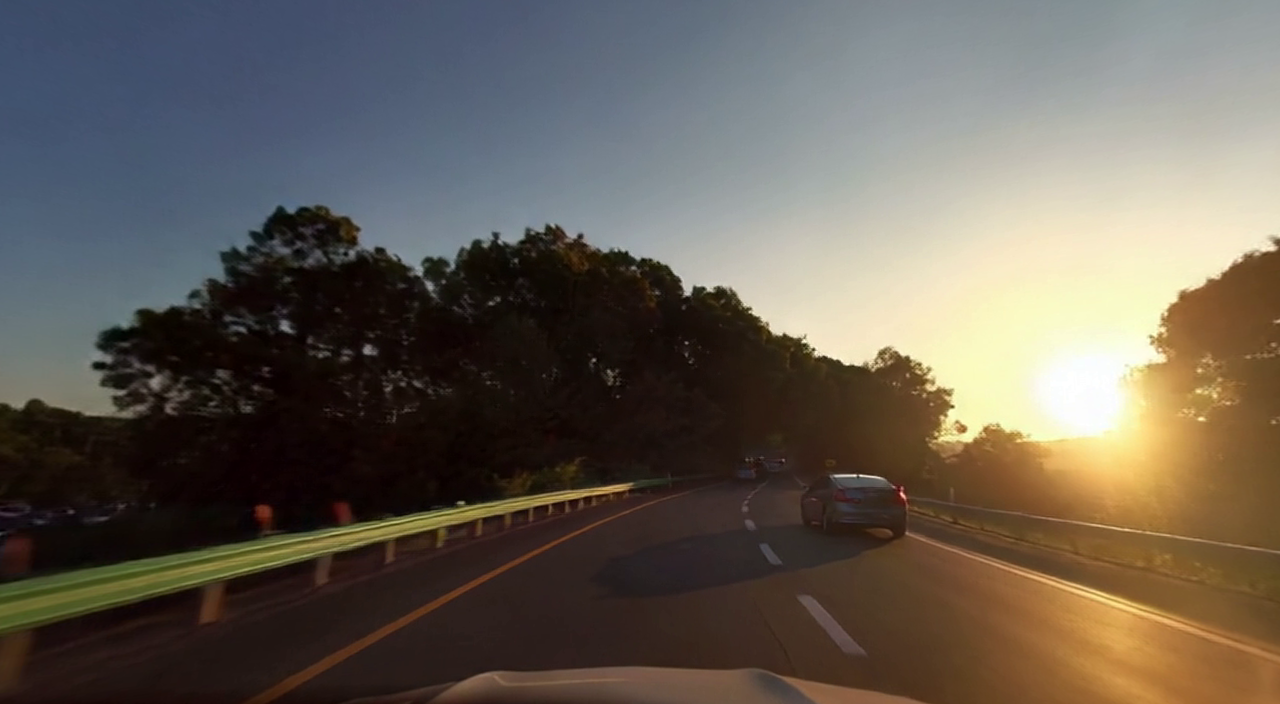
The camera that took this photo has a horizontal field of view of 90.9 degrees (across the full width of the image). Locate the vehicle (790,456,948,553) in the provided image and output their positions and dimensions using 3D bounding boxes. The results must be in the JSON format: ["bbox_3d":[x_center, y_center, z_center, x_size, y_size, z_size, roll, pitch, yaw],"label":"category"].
[{"bbox_3d":[4.415,2.995,12.916,2.023,1.593,4.105,0,-11,6],"label":"vehicle"}]
